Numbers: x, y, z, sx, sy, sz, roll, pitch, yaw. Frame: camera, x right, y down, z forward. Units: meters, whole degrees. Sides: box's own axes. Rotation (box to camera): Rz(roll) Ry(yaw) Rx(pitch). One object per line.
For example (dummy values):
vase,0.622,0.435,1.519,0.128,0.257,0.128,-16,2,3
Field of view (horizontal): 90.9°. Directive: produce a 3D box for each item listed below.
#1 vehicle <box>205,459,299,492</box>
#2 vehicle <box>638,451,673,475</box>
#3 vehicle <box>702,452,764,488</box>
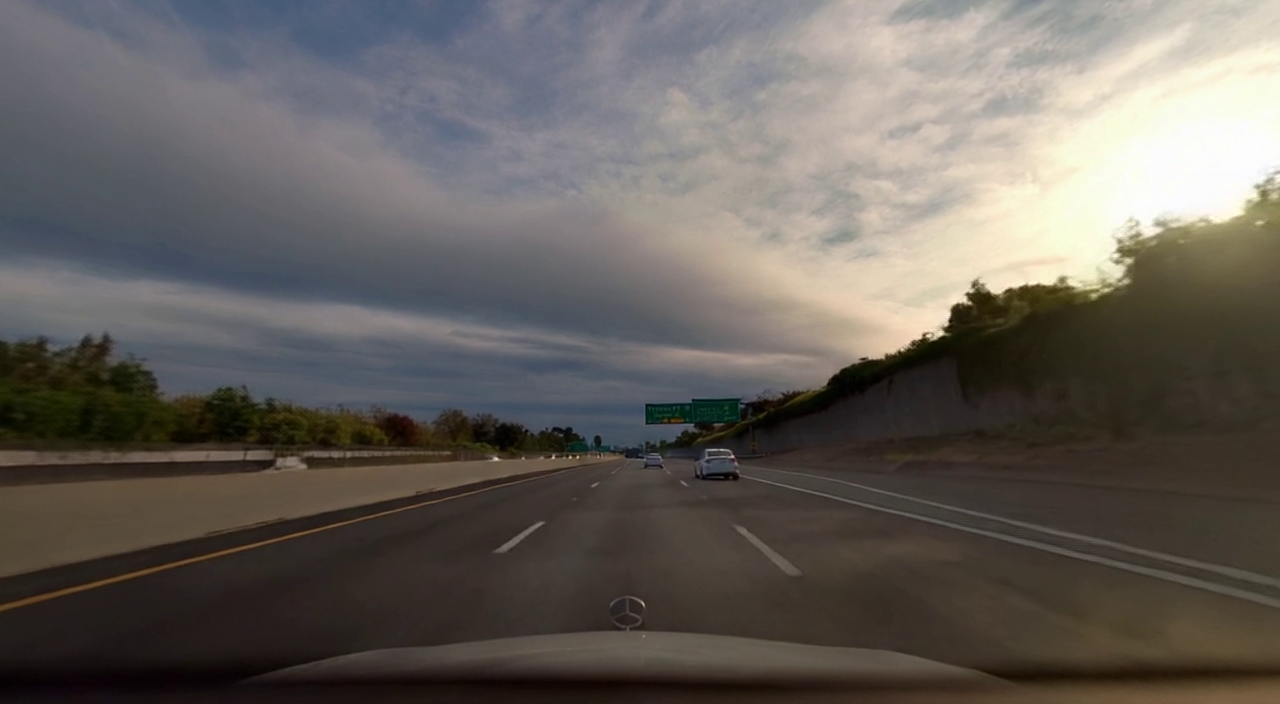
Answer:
vehicle,-19.989,6.357,32.758,1.887,1.522,4.541,-1,-9,2
vehicle,0.951,6.887,39.201,2.065,1.400,4.028,0,-9,1
vehicle,3.625,4.666,25.167,1.883,1.320,3.386,0,-9,-1
